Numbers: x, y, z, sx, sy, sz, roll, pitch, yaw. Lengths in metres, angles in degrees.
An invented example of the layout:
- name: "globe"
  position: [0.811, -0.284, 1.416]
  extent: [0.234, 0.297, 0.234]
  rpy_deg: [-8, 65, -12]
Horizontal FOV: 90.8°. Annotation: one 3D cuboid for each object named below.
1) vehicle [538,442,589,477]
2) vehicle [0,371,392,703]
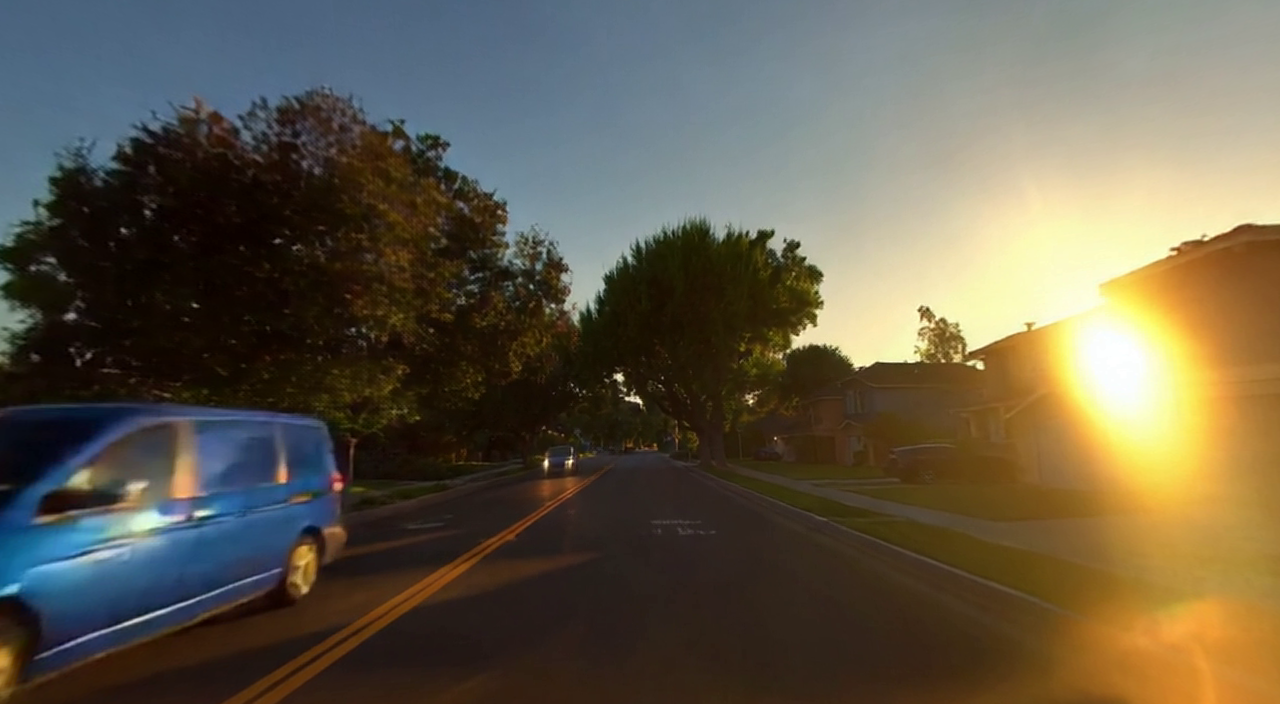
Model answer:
- name: "vehicle"
  position: [-4.135, 5.899, 35.014]
  extent: [2.161, 1.798, 4.627]
  rpy_deg: [0, -9, 1]
- name: "vehicle"
  position: [-4.225, 1.283, 4.858]
  extent: [2.303, 1.813, 5.660]
  rpy_deg: [0, -9, 0]
